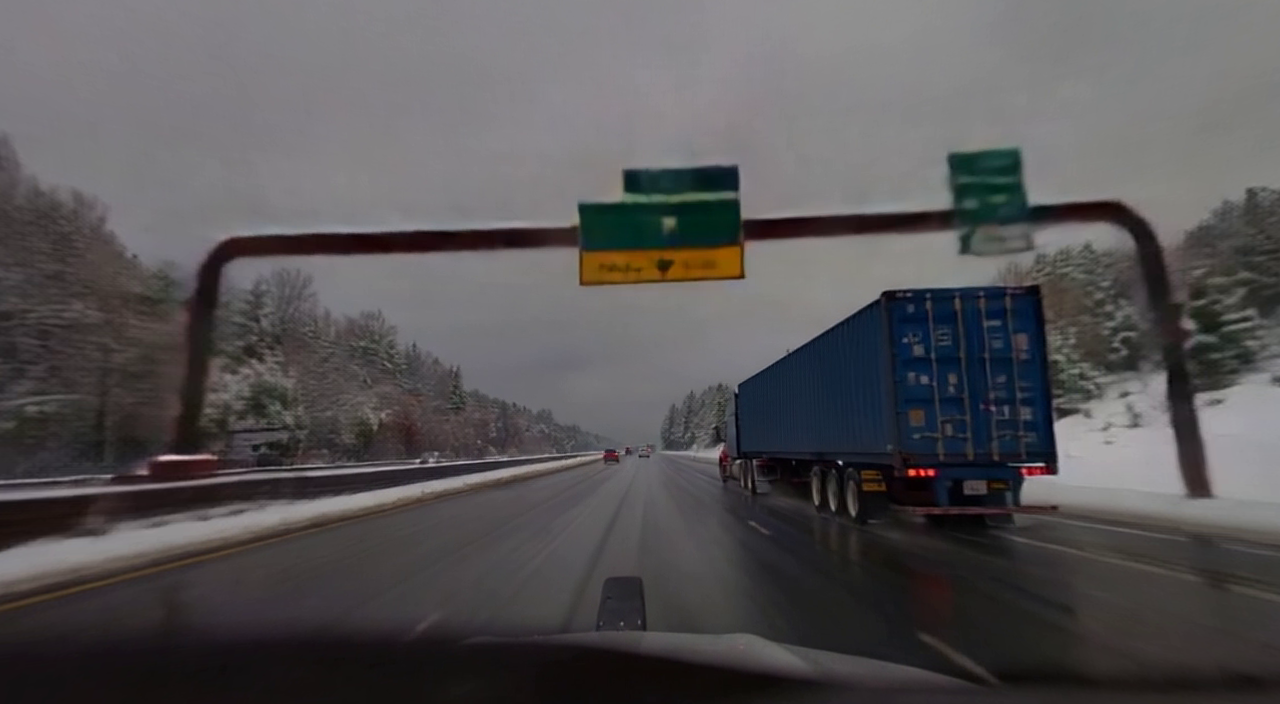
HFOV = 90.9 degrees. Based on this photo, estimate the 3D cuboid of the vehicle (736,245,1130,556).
[{"bbox_3d":[4.703,1.553,14.576,2.821,4.046,12.876,0,-9,0],"label":"vehicle"}]
